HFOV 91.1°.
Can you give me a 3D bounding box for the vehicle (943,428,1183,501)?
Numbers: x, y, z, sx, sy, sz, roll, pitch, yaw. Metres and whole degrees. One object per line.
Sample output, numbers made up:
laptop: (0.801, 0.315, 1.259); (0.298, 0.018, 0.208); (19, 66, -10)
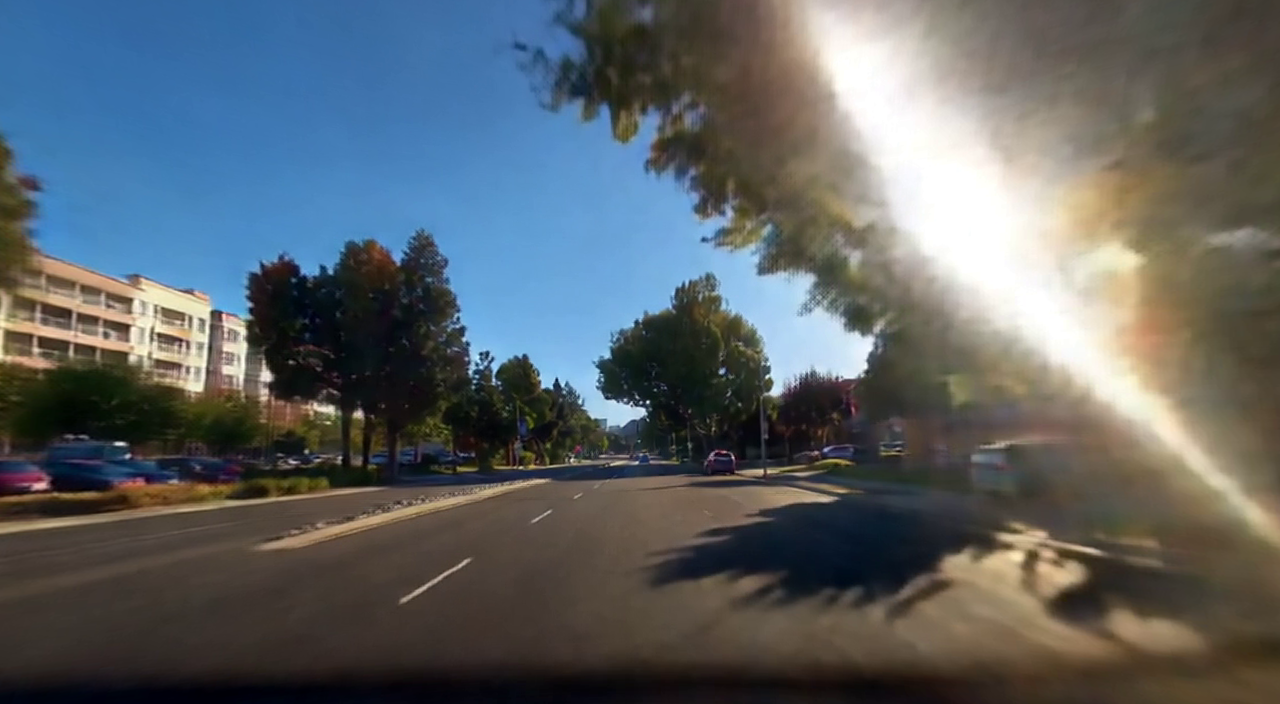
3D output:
vehicle: (11.269, 3.030, 17.060); (4.903, 1.831, 2.098); (0, -8, 2)
